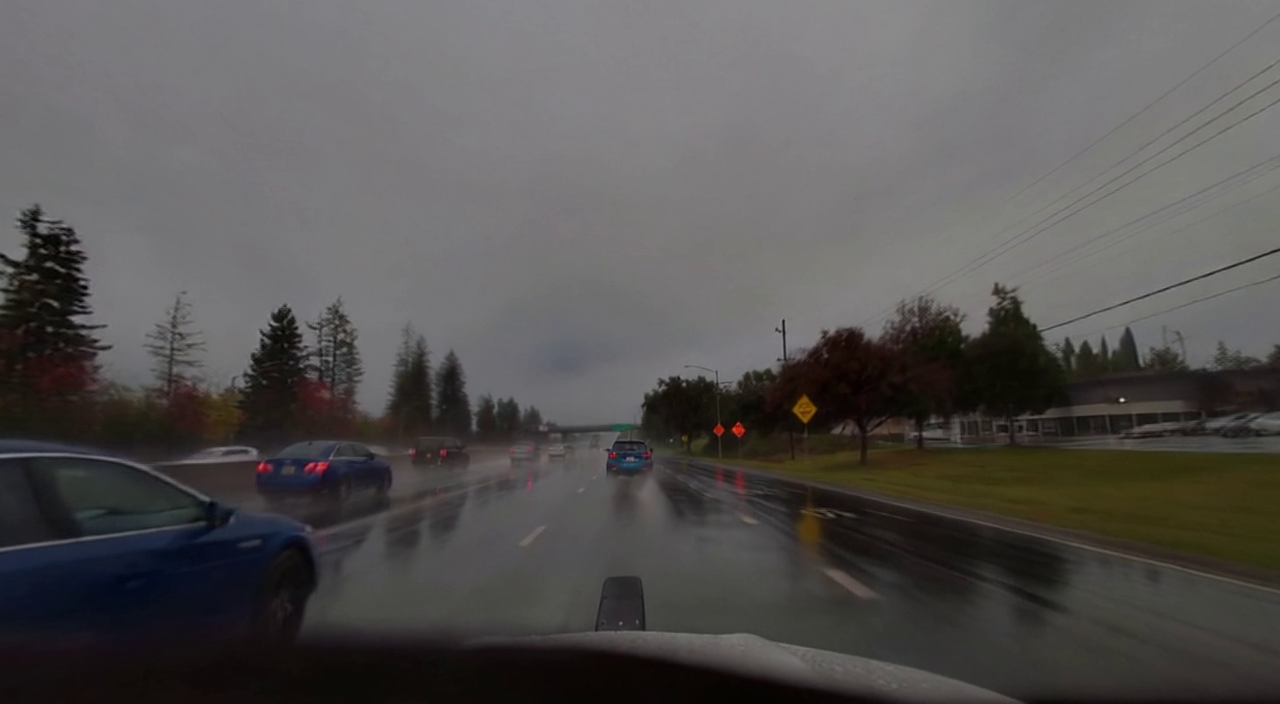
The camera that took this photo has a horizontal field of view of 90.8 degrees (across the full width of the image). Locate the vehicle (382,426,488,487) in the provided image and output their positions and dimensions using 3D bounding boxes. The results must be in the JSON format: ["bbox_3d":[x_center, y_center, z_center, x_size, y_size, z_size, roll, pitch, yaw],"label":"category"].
[{"bbox_3d":[-7.094,3.694,22.545,2.144,1.905,4.967,0,-8,0],"label":"vehicle"}]

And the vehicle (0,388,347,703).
[{"bbox_3d":[-3.155,0.889,2.073,2.174,1.510,4.636,0,-9,0],"label":"vehicle"}]

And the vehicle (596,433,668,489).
[{"bbox_3d":[-0.287,3.570,20.989,2.140,1.653,4.108,0,-9,-1],"label":"vehicle"}]

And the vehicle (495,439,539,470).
[{"bbox_3d":[-7.381,6.205,38.385,1.914,1.756,4.179,0,-8,-1],"label":"vehicle"}]
